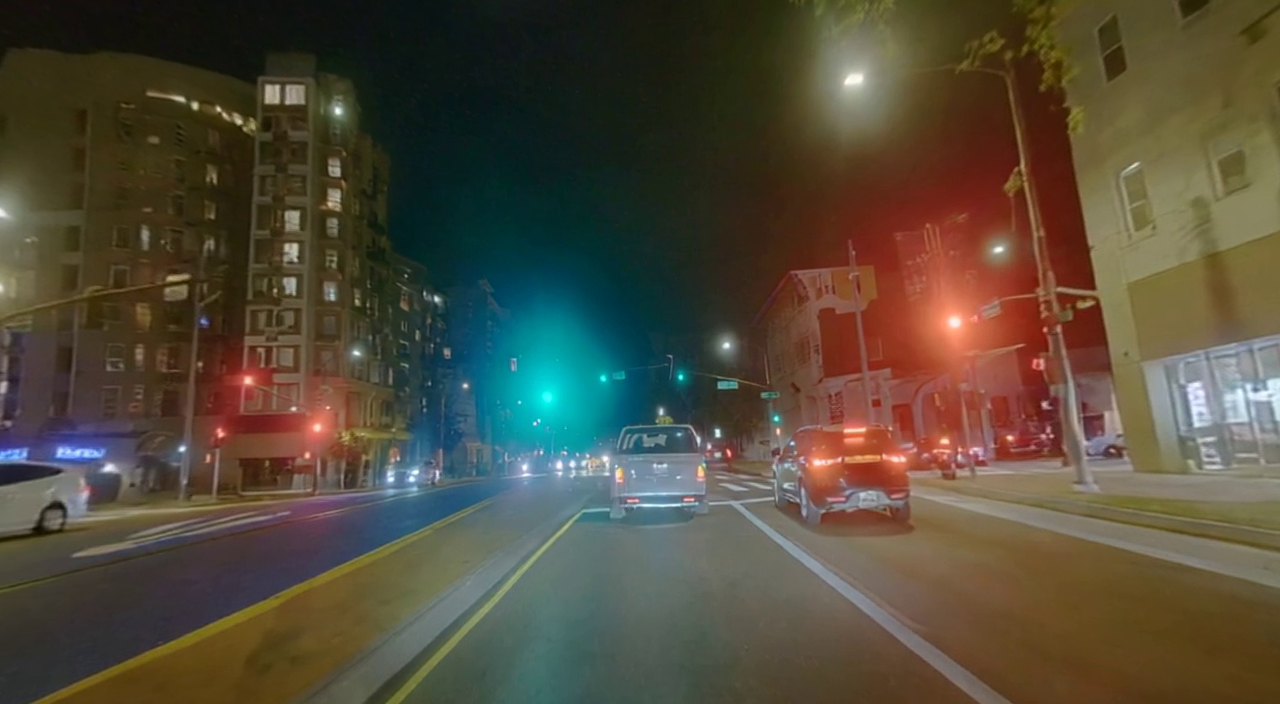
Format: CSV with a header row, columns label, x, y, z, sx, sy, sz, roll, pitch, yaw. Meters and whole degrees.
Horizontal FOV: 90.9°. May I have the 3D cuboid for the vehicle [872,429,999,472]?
label,x,y,z,sx,sy,sz,roll,pitch,yaw
vehicle,14.355,4.829,30.952,5.156,2.005,2.122,-1,-9,7

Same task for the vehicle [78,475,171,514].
label,x,y,z,sx,sy,sz,roll,pitch,yaw
vehicle,-27.520,7.600,33.725,3.416,1.466,1.840,-6,-6,-1

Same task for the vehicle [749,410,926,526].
label,x,y,z,sx,sy,sz,roll,pitch,yaw
vehicle,3.364,2.071,11.685,1.939,1.746,4.091,0,-9,0

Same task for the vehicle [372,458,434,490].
label,x,y,z,sx,sy,sz,roll,pitch,yaw
vehicle,-17.090,8.806,45.846,2.185,1.998,5.820,0,-9,0

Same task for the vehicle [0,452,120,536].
label,x,y,z,sx,sy,sz,roll,pitch,yaw
vehicle,-17.624,3.744,16.661,2.267,2.097,6.350,0,-9,1

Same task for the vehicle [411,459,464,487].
label,x,y,z,sx,sy,sz,roll,pitch,yaw
vehicle,-13.263,7.961,41.627,2.035,1.619,4.327,0,-9,1

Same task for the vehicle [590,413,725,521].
label,x,y,z,sx,sy,sz,roll,pitch,yaw
vehicle,0.304,2.190,12.439,2.209,1.748,4.130,0,-9,1

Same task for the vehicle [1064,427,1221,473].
label,x,y,z,sx,sy,sz,roll,pitch,yaw
vehicle,18.997,3.735,24.004,4.248,1.642,1.961,0,-9,0

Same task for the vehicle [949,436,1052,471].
label,x,y,z,sx,sy,sz,roll,pitch,yaw
vehicle,18.987,5.350,33.369,4.279,1.772,1.851,0,-9,0
